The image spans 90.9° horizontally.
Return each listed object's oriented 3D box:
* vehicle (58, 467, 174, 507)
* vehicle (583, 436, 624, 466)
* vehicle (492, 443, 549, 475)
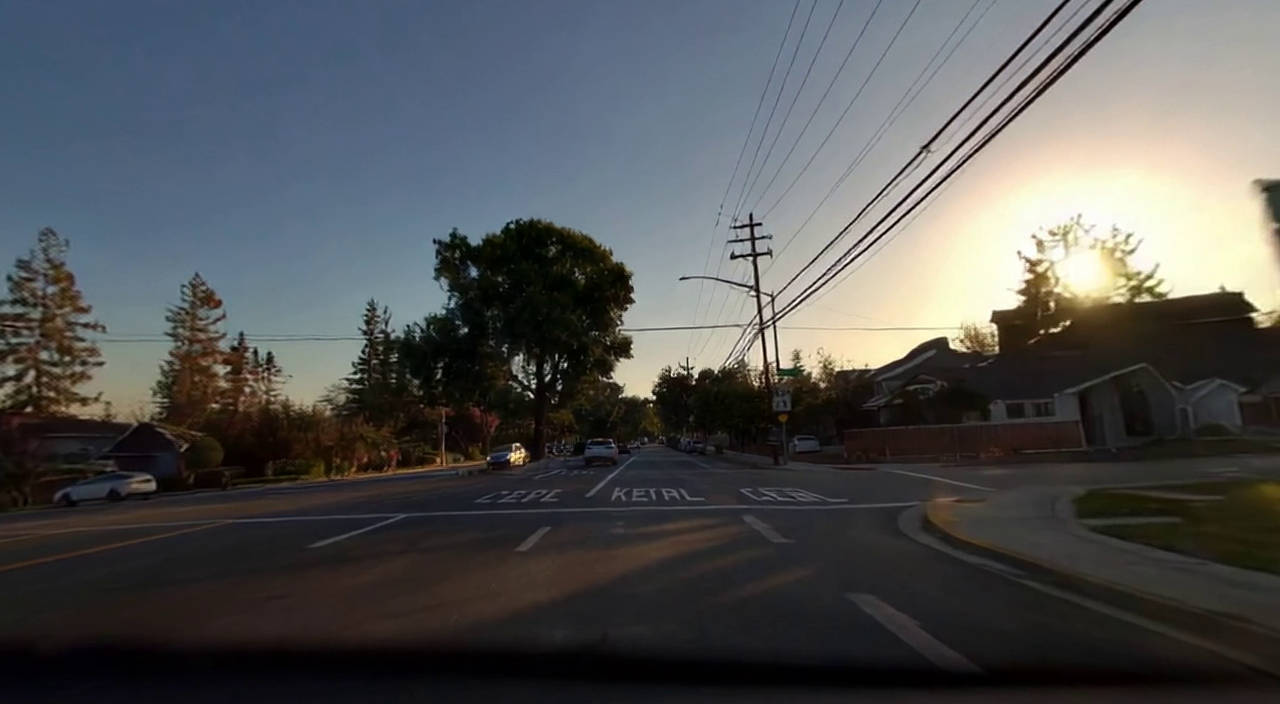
[{"bbox_3d":[-27.401,7.048,33.231,1.938,1.725,4.846,0,-9,0],"label":"vehicle"},{"bbox_3d":[-2.333,6.501,41.523,2.327,1.861,4.941,0,-9,1],"label":"vehicle"},{"bbox_3d":[-6.368,5.736,34.039,2.155,1.533,4.530,-2,-9,0],"label":"vehicle"}]
